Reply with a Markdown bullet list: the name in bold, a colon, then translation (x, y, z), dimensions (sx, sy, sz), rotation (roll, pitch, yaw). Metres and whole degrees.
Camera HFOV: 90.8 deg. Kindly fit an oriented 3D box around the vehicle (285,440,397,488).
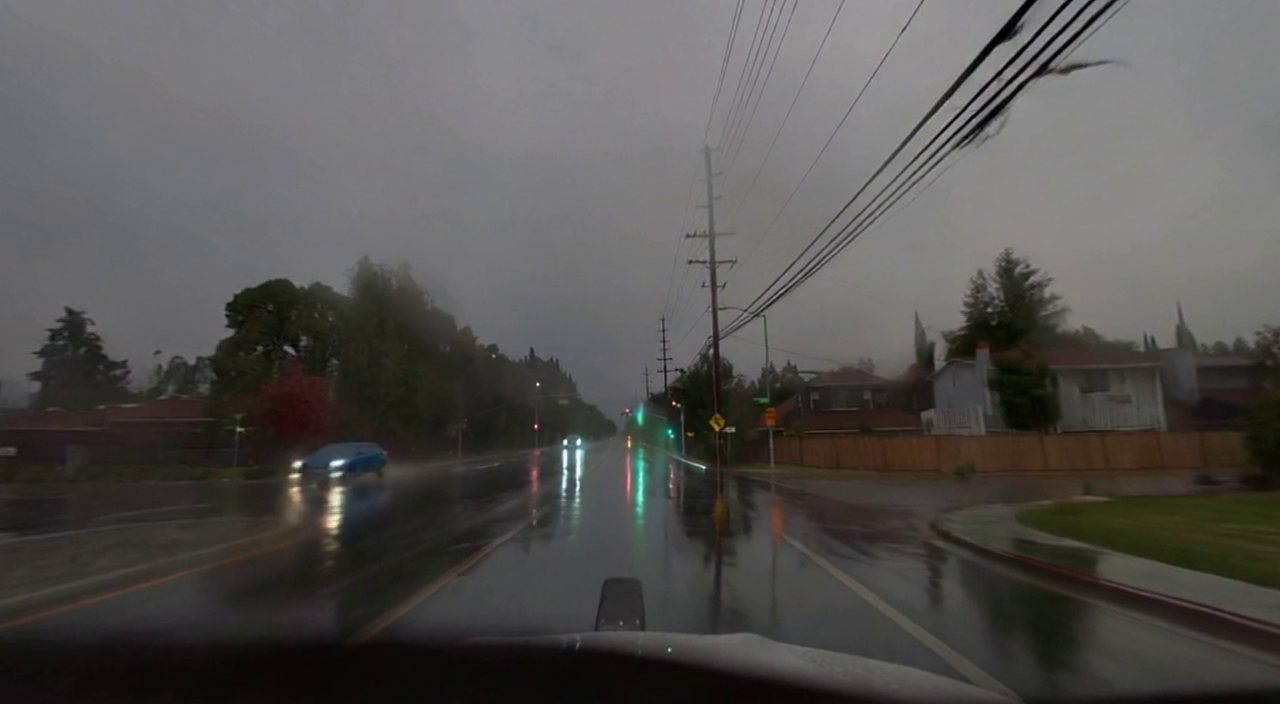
- **vehicle**: translation (-11.408, 4.286, 24.549), dimensions (2.072, 1.680, 4.705), rotation (0, -9, -1)
